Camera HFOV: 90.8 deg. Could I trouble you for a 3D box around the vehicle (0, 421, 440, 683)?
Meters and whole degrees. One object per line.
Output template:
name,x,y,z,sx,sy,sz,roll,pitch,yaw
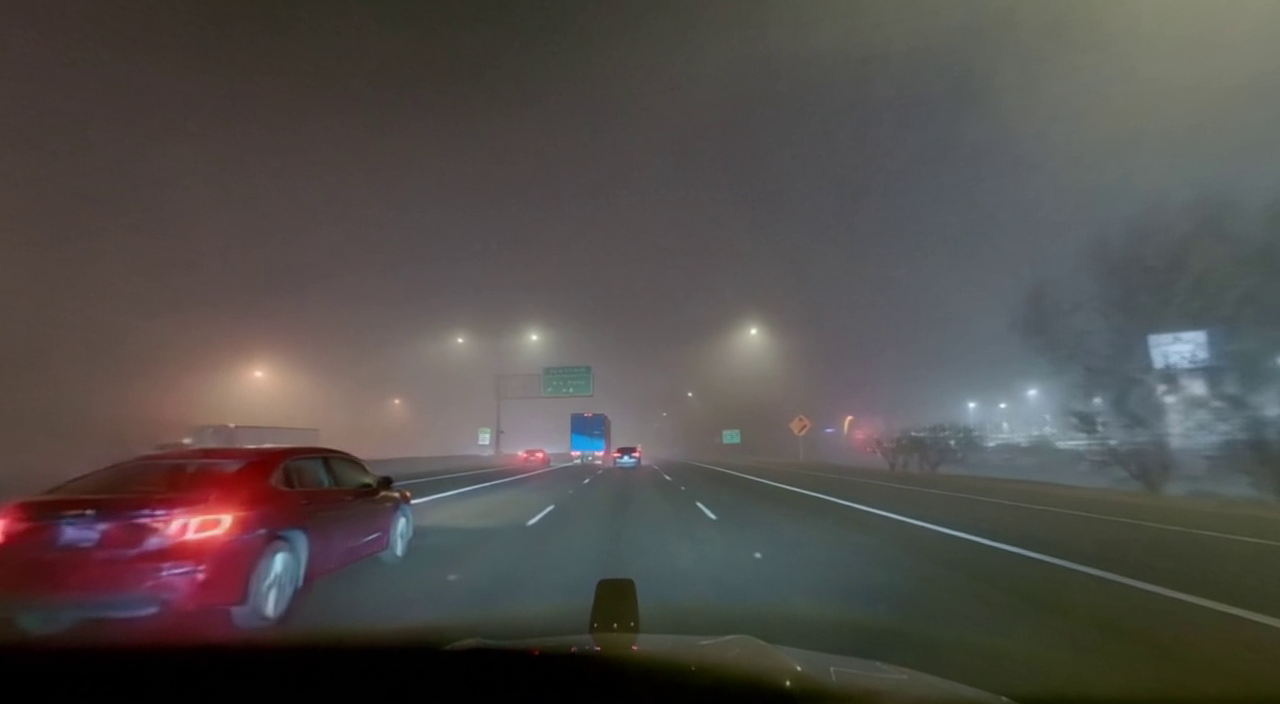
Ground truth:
vehicle,-3.601,1.504,5.947,1.997,1.507,4.391,0,-9,0

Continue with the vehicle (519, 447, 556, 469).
vehicle,-7.475,7.770,46.561,2.026,1.477,4.467,0,-9,0

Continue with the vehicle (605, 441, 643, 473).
vehicle,-0.864,5.908,35.741,2.033,1.669,4.112,0,-9,0
